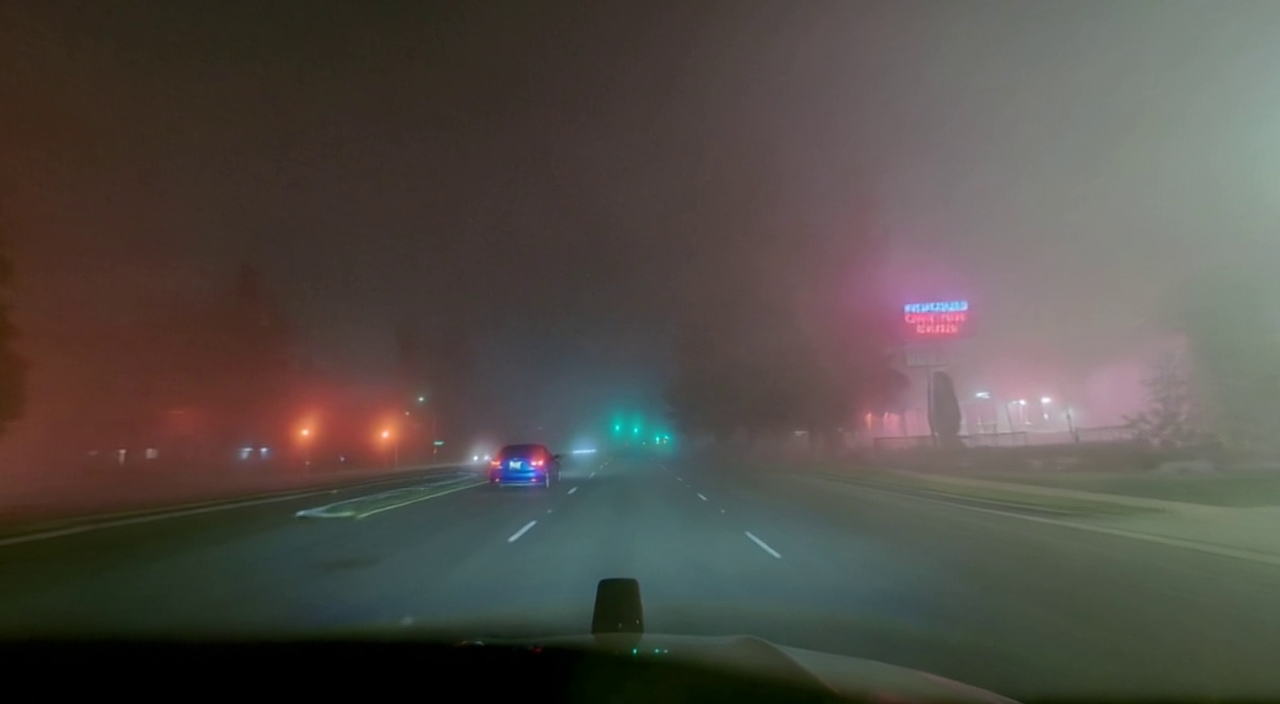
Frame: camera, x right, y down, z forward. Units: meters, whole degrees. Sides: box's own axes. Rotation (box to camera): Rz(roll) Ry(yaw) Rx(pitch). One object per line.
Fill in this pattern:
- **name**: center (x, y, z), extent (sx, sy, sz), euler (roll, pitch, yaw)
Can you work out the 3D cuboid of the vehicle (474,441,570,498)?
- **vehicle**: center (-3.343, 3.396, 18.721), extent (2.005, 1.477, 4.169), euler (0, -8, 0)
